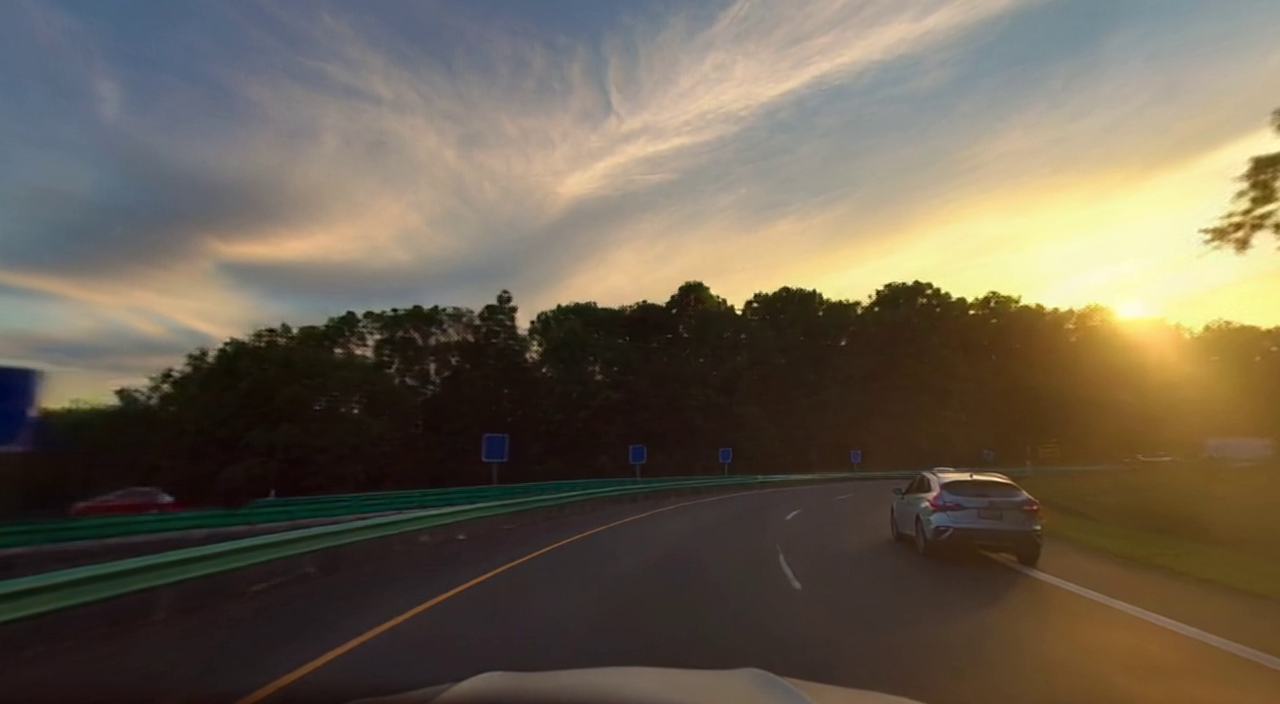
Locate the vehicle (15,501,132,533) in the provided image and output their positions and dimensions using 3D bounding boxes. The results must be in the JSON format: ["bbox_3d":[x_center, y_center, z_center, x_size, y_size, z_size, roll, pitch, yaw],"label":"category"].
[{"bbox_3d":[-31.915,9.328,35.714,4.585,1.485,1.740,7,-12,-33],"label":"vehicle"}]

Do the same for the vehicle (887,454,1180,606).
[{"bbox_3d":[5.124,2.324,9.051,2.023,1.593,4.105,-1,-10,9],"label":"vehicle"}]
